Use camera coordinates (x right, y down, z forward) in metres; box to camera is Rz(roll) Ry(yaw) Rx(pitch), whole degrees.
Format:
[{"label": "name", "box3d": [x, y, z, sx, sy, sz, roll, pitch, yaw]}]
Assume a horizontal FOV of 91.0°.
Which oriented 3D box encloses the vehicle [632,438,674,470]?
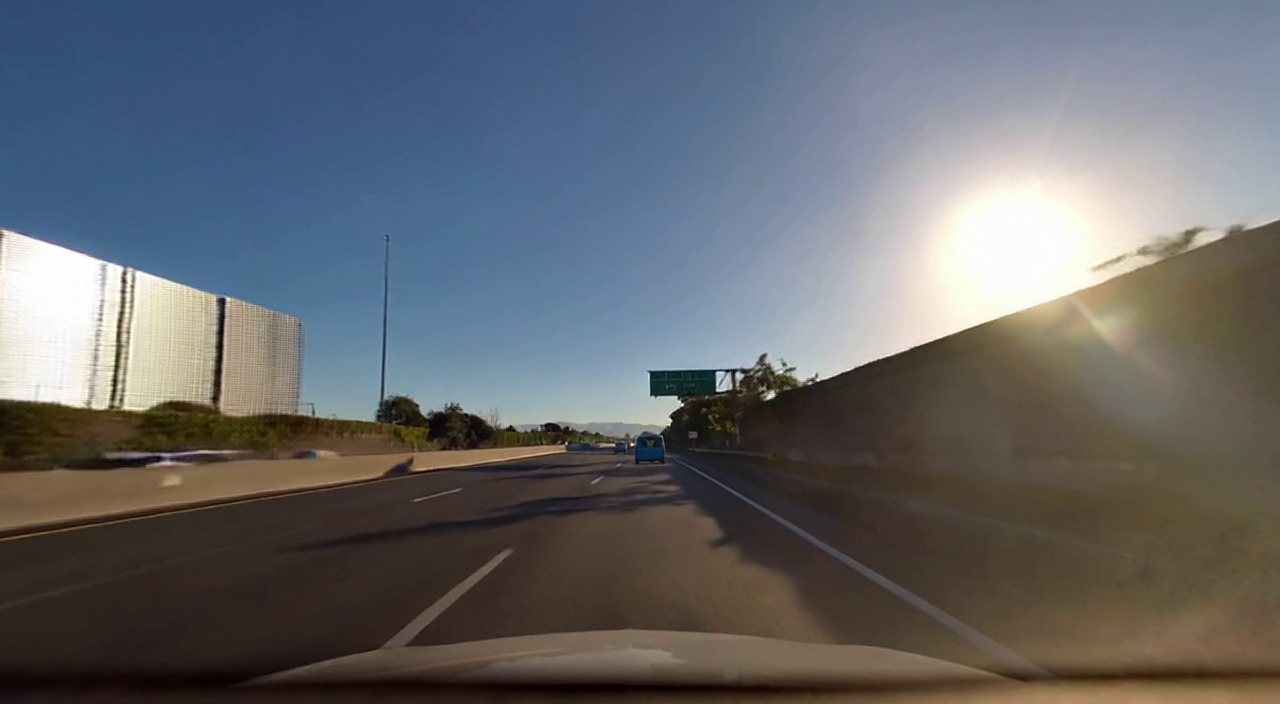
[{"label": "vehicle", "box3d": [0.600, 5.118, 31.756, 1.997, 1.484, 3.409, 0, -8, 0]}]
